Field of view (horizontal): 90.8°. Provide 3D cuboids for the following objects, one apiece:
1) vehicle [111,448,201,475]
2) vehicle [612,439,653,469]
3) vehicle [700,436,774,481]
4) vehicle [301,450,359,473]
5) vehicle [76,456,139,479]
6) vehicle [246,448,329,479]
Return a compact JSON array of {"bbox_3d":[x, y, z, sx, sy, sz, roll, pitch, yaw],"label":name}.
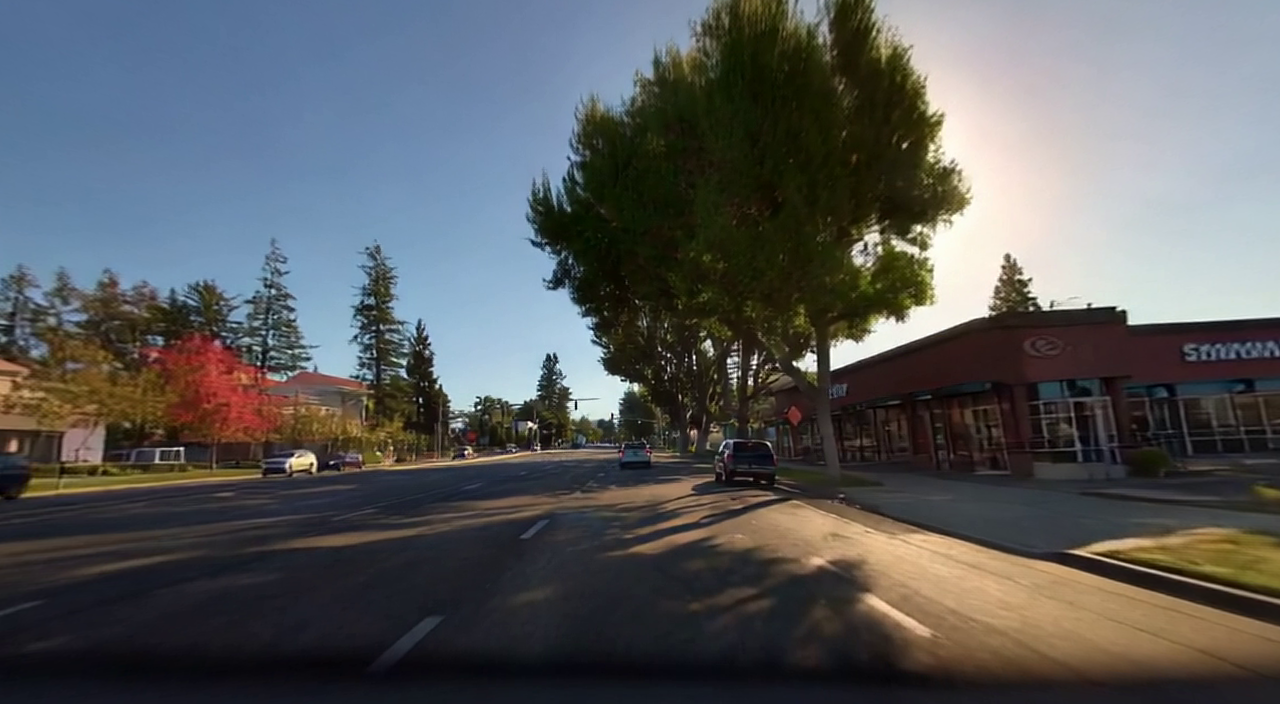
[{"bbox_3d":[-34.779,7.846,45.657,2.173,1.734,5.810,0,-9,-4],"label":"vehicle"},{"bbox_3d":[-0.441,5.636,35.128,2.103,1.506,4.742,0,-9,-1],"label":"vehicle"},{"bbox_3d":[3.708,4.186,25.067,2.060,1.611,4.675,0,-9,-2],"label":"vehicle"},{"bbox_3d":[-21.810,7.686,44.689,1.873,1.506,4.447,0,-9,0],"label":"vehicle"},{"bbox_3d":[-37.951,8.192,45.130,1.724,1.495,3.818,2,-9,-12],"label":"vehicle"},{"bbox_3d":[-18.249,5.786,33.002,1.827,1.471,4.428,0,-9,-1],"label":"vehicle"}]
